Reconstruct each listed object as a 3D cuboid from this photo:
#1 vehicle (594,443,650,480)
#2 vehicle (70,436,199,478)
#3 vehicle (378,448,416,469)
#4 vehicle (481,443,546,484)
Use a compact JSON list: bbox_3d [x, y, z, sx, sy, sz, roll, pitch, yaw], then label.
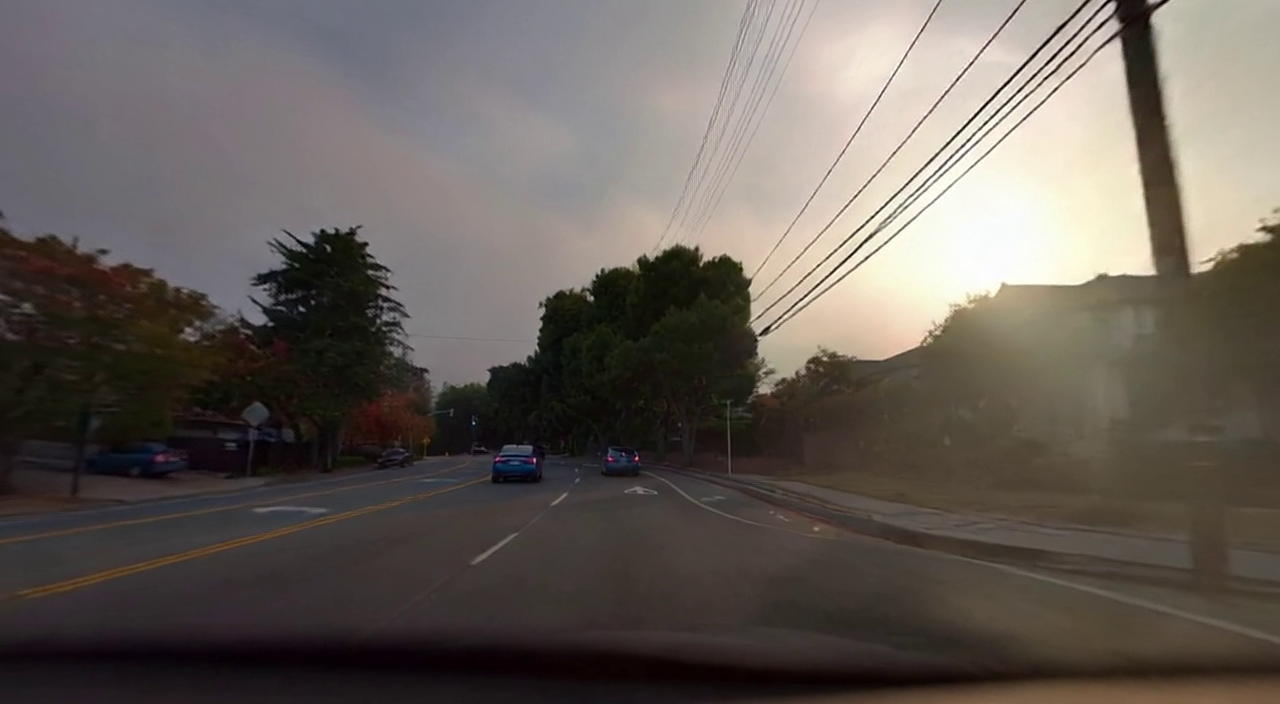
[{"bbox_3d":[-0.879,4.854,28.286,2.168,1.504,4.284,2,-8,-6],"label":"vehicle"},{"bbox_3d":[-21.976,4.563,27.614,3.836,1.693,1.849,2,-8,-7],"label":"vehicle"},{"bbox_3d":[-18.781,8.211,48.962,1.944,1.458,4.549,3,-9,-12],"label":"vehicle"},{"bbox_3d":[-4.750,4.224,24.287,1.913,1.425,4.235,1,-8,-4],"label":"vehicle"}]
